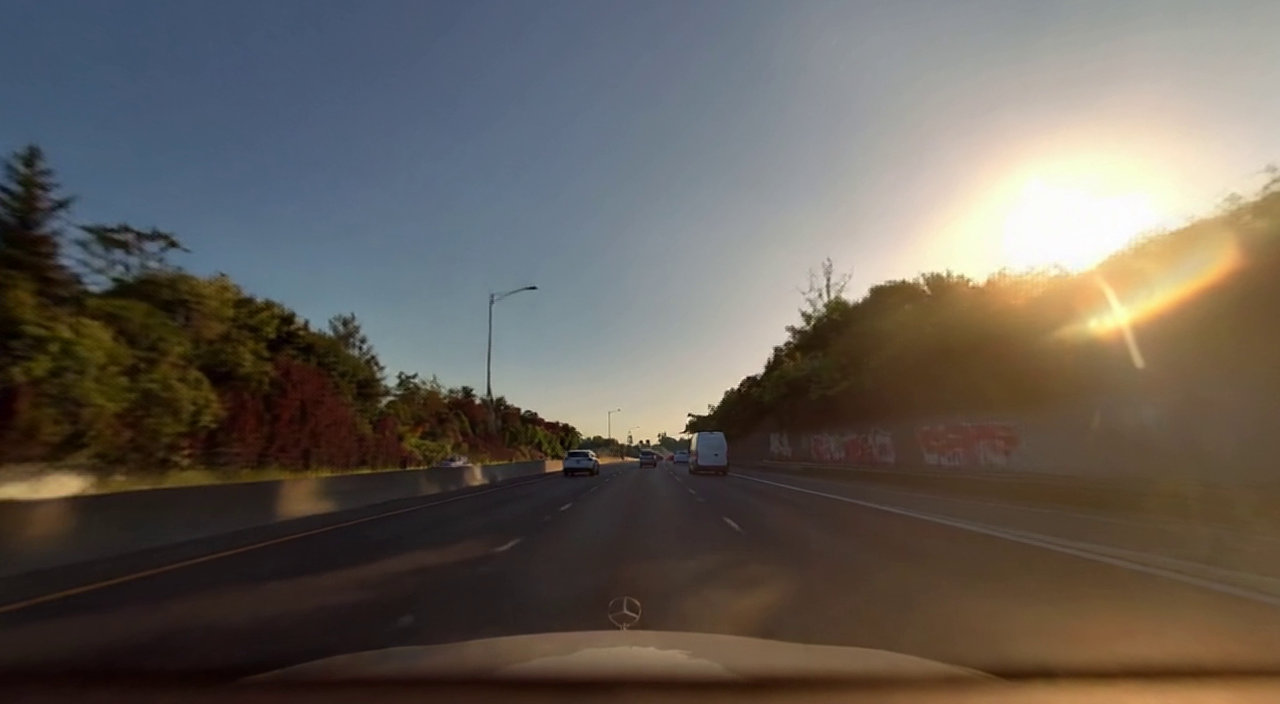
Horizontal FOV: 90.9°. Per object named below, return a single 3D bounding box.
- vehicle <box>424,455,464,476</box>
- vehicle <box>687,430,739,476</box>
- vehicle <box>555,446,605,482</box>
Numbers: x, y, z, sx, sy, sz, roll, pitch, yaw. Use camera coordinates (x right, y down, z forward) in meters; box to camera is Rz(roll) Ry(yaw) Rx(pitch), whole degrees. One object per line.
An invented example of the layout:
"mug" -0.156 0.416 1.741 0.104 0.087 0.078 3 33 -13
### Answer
"vehicle" -15.305 8.854 49.325 1.830 1.557 3.942 0 -9 1
"vehicle" 4.354 6.167 38.682 2.469 2.591 5.653 0 -9 0
"vehicle" -2.819 5.390 30.621 1.964 1.618 4.489 0 -9 1
